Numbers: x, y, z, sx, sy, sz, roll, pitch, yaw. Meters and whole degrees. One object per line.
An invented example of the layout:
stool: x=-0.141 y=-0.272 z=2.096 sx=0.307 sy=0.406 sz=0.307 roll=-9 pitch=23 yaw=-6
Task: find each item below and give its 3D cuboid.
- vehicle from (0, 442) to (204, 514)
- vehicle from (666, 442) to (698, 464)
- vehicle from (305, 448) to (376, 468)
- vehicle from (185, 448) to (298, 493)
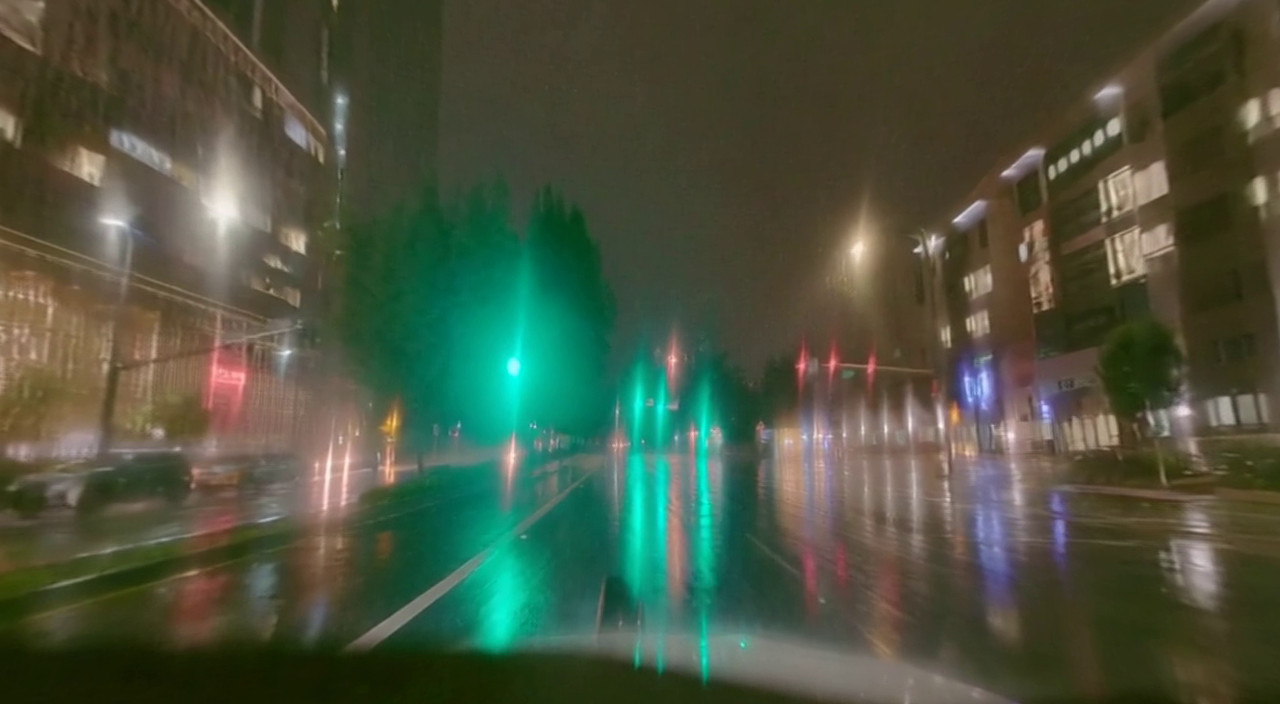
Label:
vehicle: x=-15.384 y=3.494 z=18.180 sx=1.978 sy=1.760 sz=5.097 roll=0 pitch=-8 yaw=1
vehicle: x=2.988 y=7.283 z=45.519 sx=1.945 sy=1.490 sz=3.817 roll=0 pitch=-8 yaw=-1
vehicle: x=-22.743 y=8.059 z=48.051 sx=4.420 sy=1.466 sz=2.016 roll=-1 pitch=-8 yaw=8
vehicle: x=-15.600 y=4.602 z=25.027 sx=1.831 sy=1.599 sz=4.080 roll=0 pitch=-8 yaw=0
